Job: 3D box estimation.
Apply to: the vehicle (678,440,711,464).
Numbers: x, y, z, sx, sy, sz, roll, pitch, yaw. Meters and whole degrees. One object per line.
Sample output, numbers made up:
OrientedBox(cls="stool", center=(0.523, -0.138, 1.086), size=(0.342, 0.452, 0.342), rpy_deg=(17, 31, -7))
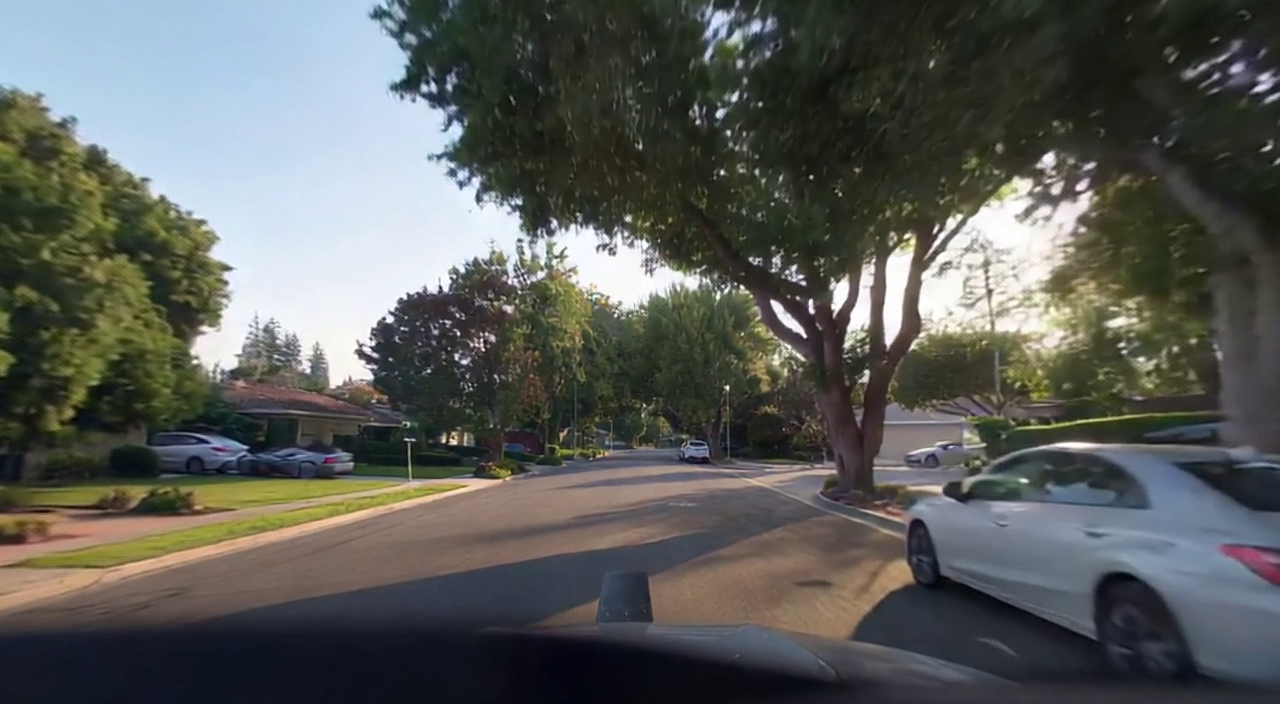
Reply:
OrientedBox(cls="vehicle", center=(4.130, 7.668, 48.383), size=(2.046, 1.760, 4.570), rpy_deg=(0, -9, -1))

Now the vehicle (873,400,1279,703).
OrientedBox(cls="vehicle", center=(3.663, 1.295, 4.673), size=(1.928, 1.567, 4.900), rpy_deg=(0, -9, -1))

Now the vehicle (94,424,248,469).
OrientedBox(cls="vehicle", center=(-18.458, 3.751, 24.971), size=(4.530, 1.678, 1.994), rpy_deg=(-1, -8, 2))

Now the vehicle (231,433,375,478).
OrientedBox(cls="vehicle", center=(-13.191, 4.076, 24.909), size=(4.543, 1.691, 1.957), rpy_deg=(0, -9, 0))
